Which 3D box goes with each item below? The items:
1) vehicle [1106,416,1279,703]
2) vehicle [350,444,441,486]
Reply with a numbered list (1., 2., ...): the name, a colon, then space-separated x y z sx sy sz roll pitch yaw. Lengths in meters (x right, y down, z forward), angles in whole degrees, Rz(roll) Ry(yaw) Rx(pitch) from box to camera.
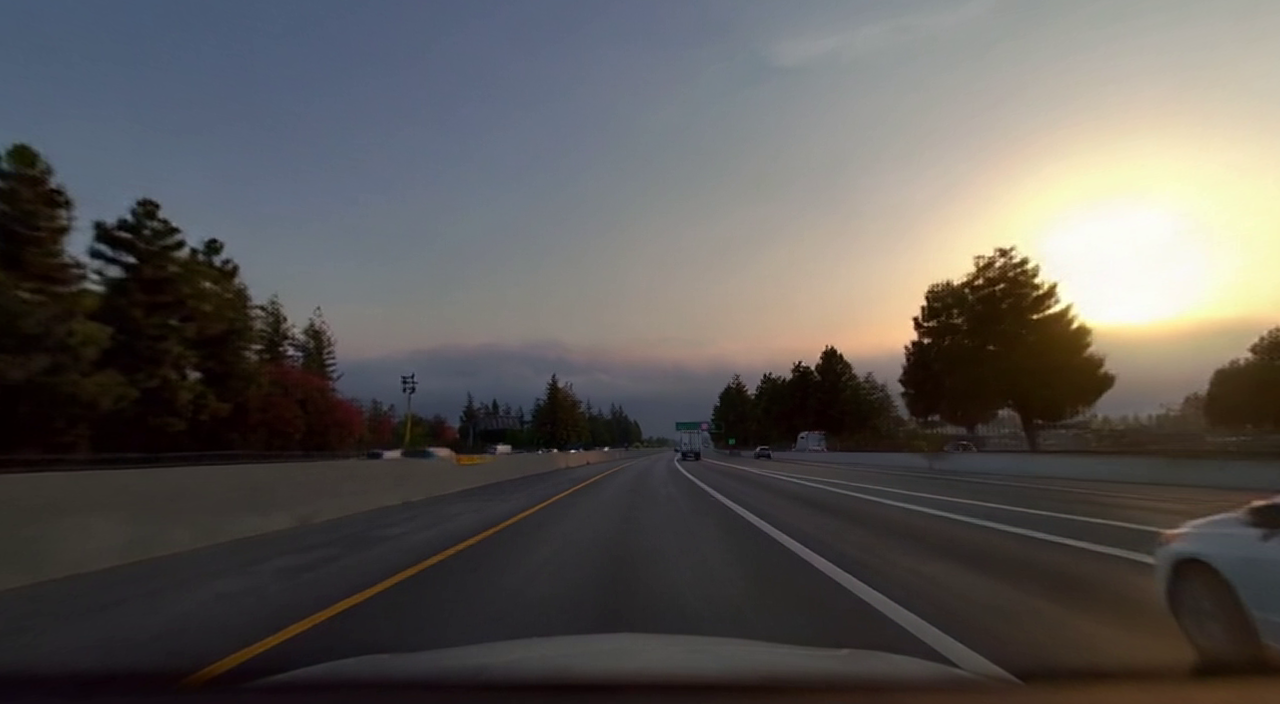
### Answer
1. vehicle: 4.015 0.872 1.930 1.938 1.456 4.204 0 -9 0
2. vehicle: -10.741 4.994 28.164 2.075 1.691 4.654 0 -9 2
